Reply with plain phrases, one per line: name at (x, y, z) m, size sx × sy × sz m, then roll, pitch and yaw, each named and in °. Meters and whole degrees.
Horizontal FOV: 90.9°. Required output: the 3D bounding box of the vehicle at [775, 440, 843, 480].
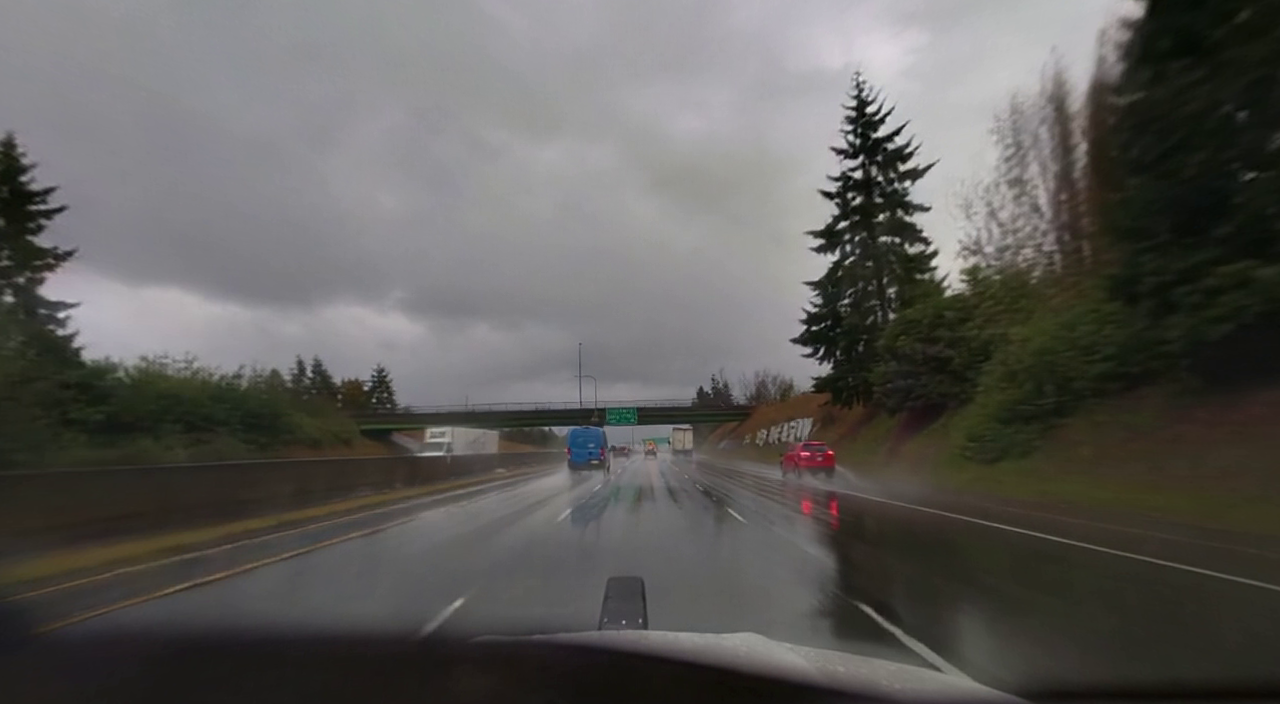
vehicle at (7.584, 4.900, 28.711) m, size 1.936 × 1.664 × 4.198 m, roll 0°, pitch -9°, yaw 1°

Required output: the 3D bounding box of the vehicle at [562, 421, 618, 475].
vehicle at (-2.566, 5.219, 34.094) m, size 2.451 × 2.627 × 5.868 m, roll 0°, pitch -9°, yaw 1°
